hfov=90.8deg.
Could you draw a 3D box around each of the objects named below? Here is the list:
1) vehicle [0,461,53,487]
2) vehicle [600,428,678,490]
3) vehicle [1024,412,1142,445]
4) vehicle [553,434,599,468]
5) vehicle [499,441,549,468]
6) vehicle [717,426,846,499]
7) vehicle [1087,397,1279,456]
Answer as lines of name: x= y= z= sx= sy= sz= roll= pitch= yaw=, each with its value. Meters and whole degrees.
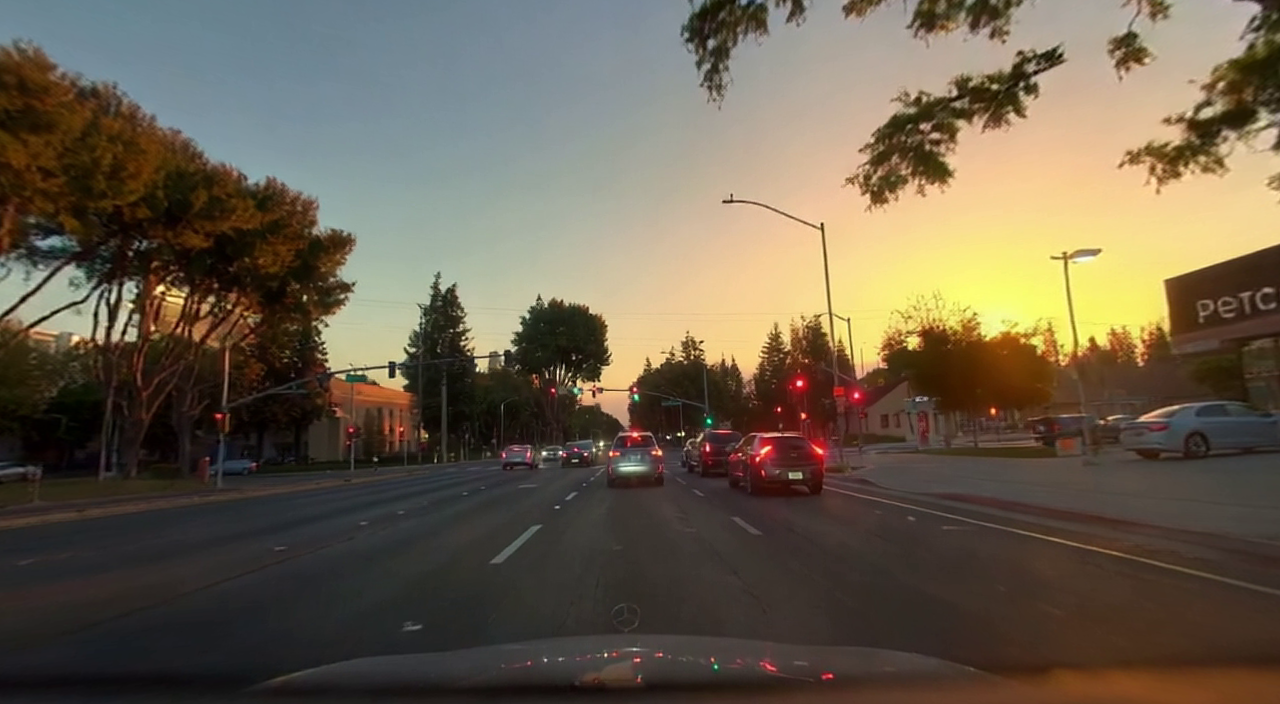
vehicle: x=-38.906 y=7.447 z=38.672 sx=1.801 sy=1.434 sz=4.245 roll=0 pitch=-8 yaw=0
vehicle: x=-0.118 y=3.269 z=19.553 sx=2.146 sy=1.685 sz=4.003 roll=0 pitch=-8 yaw=-2
vehicle: x=23.872 y=4.155 z=34.176 sx=4.854 sy=1.712 sz=2.017 roll=0 pitch=-8 yaw=-1
vehicle: x=-3.568 y=5.614 z=35.940 sx=2.106 sy=1.778 sz=4.444 roll=0 pitch=-8 yaw=0
vehicle: x=-6.635 y=5.917 z=36.625 sx=1.954 sy=1.473 sz=4.350 roll=0 pitch=-8 yaw=1
vehicle: x=3.550 y=2.890 z=16.864 sx=2.198 sy=1.660 sz=4.512 roll=0 pitch=-8 yaw=-3
vehicle: x=15.408 y=2.103 z=17.574 sx=4.344 sy=1.512 sz=1.936 roll=-1 pitch=-8 yaw=4
